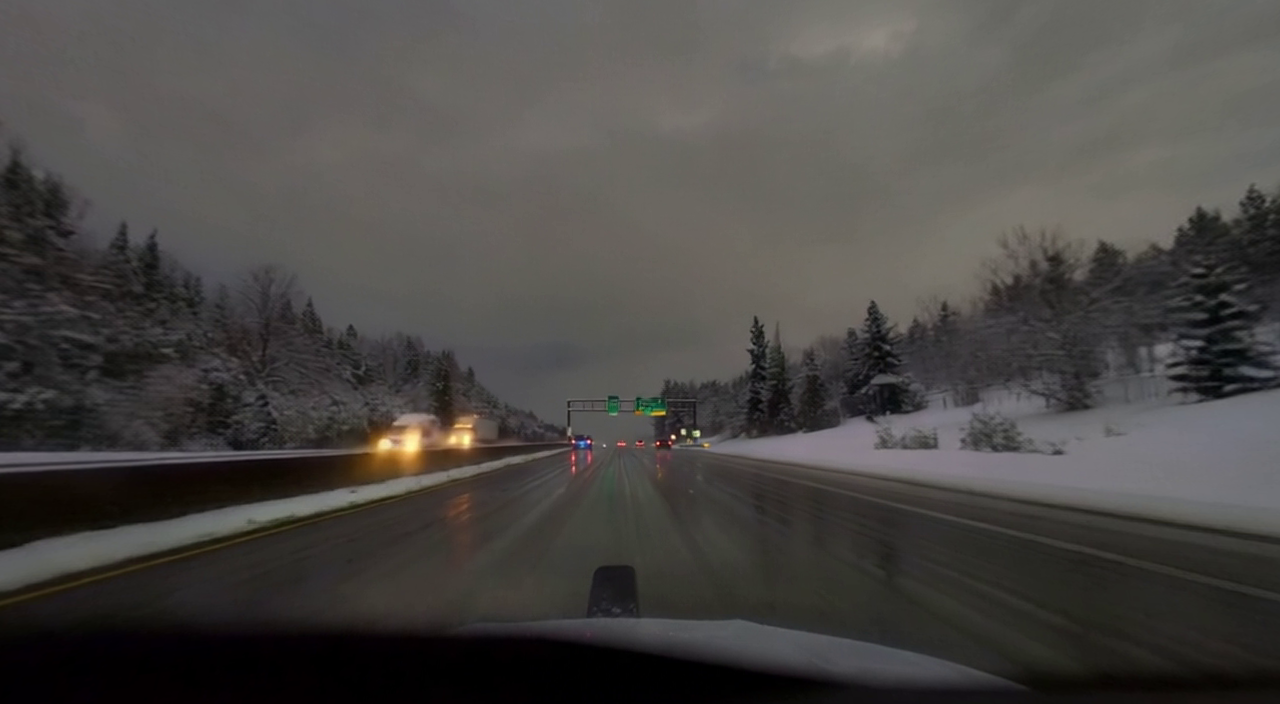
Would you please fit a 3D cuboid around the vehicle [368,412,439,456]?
[{"bbox_3d":[-15.744,5.543,42.295,2.366,2.696,6.313,0,-8,-1],"label":"vehicle"}]
